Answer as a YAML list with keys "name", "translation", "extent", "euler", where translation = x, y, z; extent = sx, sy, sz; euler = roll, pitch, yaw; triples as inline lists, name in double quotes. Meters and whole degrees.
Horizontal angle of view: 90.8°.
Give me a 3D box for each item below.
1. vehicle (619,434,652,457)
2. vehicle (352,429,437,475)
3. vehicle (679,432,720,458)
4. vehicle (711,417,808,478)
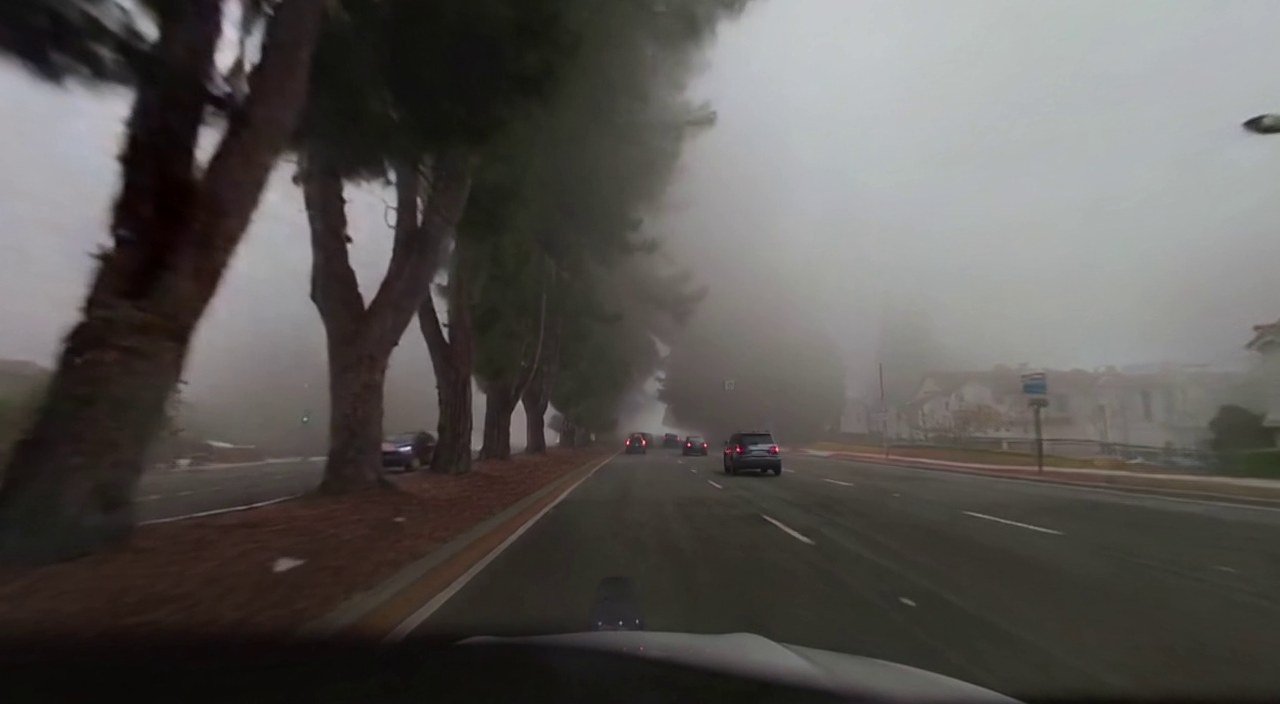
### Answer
- name: "vehicle"
  translation: [-0.293, 5.990, 40.541]
  extent: [1.988, 1.418, 4.214]
  euler: [0, -8, -1]
- name: "vehicle"
  translation: [-9.995, 4.096, 26.134]
  extent: [2.058, 1.716, 4.266]
  euler: [1, -8, -4]
- name: "vehicle"
  translation: [3.599, 5.719, 38.845]
  extent: [2.064, 1.474, 4.389]
  euler: [0, -8, -1]
- name: "vehicle"
  translation: [3.876, 3.233, 21.456]
  extent: [2.209, 1.813, 4.724]
  euler: [0, -8, -2]
